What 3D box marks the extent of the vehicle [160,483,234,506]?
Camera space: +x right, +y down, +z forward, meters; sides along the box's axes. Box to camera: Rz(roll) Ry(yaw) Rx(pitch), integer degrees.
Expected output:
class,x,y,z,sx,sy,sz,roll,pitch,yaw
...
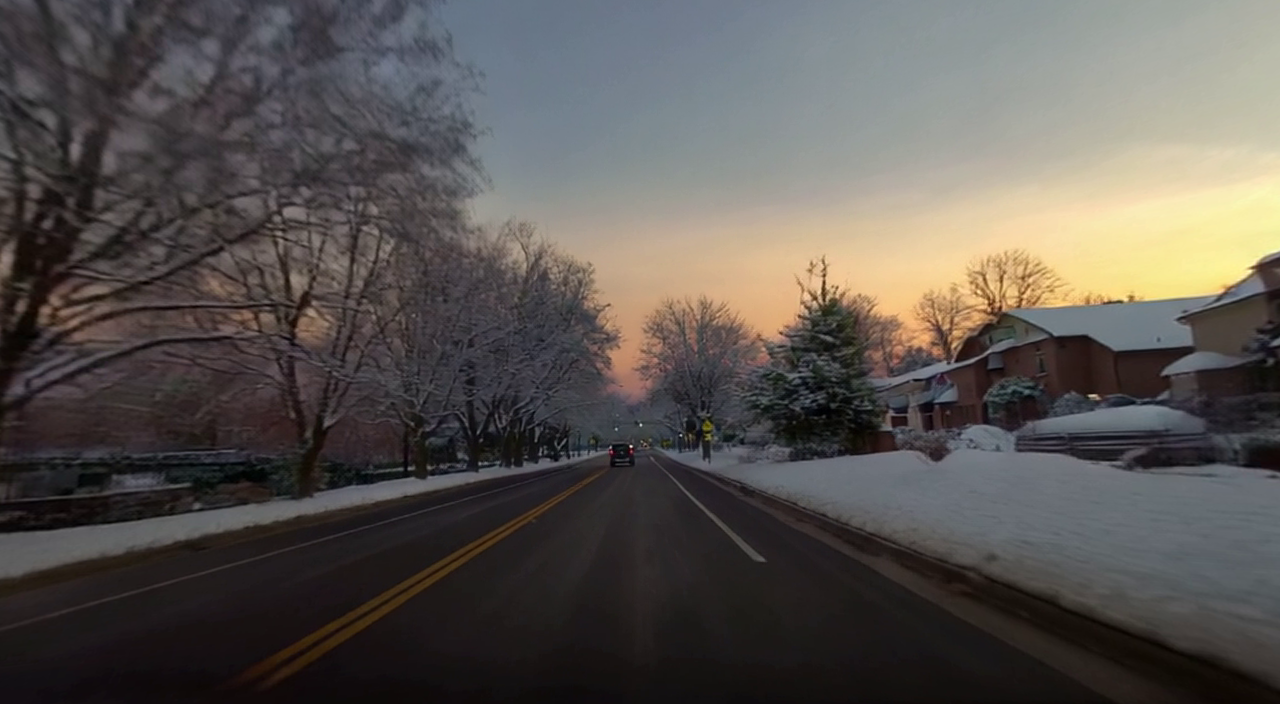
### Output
class,x,y,z,sx,sy,sz,roll,pitch,yaw
vehicle,-29.470,9.471,42.072,3.675,1.432,1.636,0,-9,3

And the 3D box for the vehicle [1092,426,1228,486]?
class,x,y,z,sx,sy,sz,roll,pitch,yaw
vehicle,17.843,3.572,21.903,1.999,1.901,3.073,0,-9,0

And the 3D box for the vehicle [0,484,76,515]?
class,x,y,z,sx,sy,sz,roll,pitch,yaw
vehicle,-30.996,7.418,31.857,3.502,1.310,1.729,0,-8,5

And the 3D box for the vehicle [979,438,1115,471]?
class,x,y,z,sx,sy,sz,roll,pitch,yaw
vehicle,14.472,3.690,22.836,1.987,1.039,4.499,0,-9,0
